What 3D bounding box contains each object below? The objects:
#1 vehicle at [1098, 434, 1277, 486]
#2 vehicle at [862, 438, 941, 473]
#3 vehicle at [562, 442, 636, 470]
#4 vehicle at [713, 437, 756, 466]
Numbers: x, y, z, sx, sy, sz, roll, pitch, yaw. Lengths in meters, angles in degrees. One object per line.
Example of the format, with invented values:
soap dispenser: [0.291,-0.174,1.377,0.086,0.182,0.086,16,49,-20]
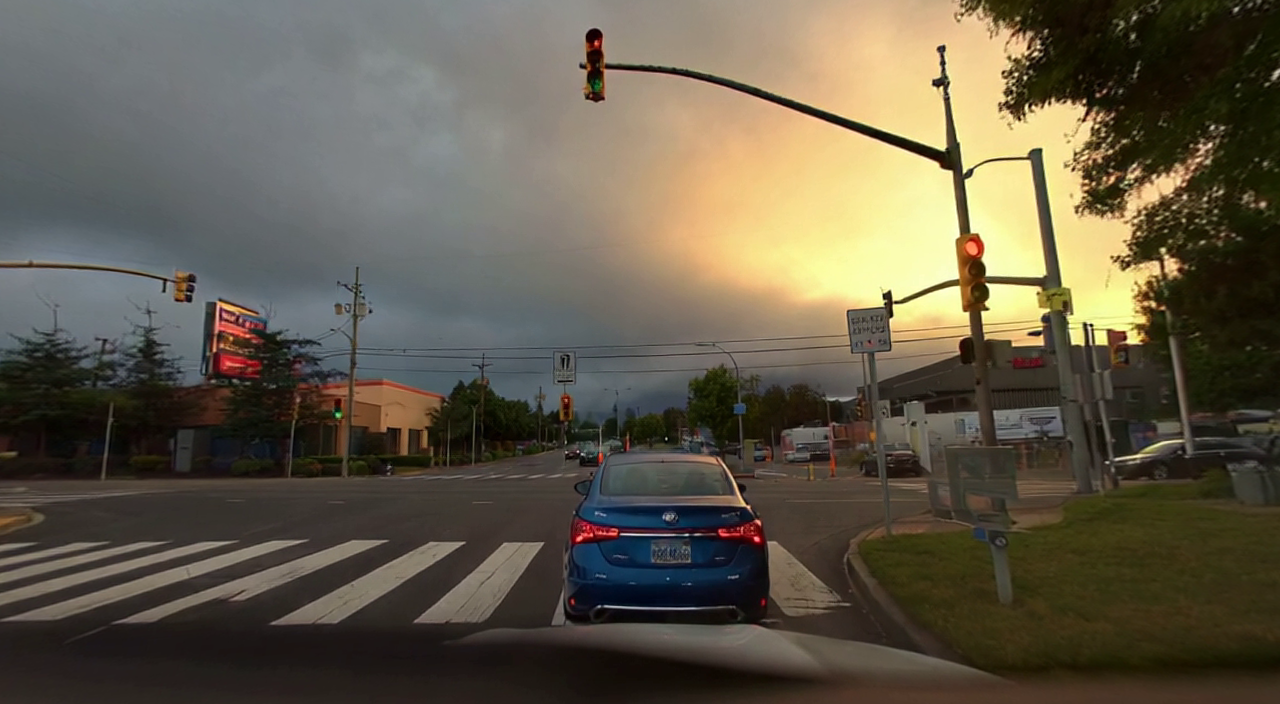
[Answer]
vehicle: [16.801,3.320,19.492,3.876,1.512,1.784,0,-8,-1]
vehicle: [12.411,5.033,30.213,1.922,1.529,3.964,0,-11,-2]
vehicle: [-2.458,6.163,37.532,3.991,1.526,1.868,-5,-9,31]
vehicle: [6.882,7.235,46.109,1.491,2.041,2.964,6,-10,-36]
